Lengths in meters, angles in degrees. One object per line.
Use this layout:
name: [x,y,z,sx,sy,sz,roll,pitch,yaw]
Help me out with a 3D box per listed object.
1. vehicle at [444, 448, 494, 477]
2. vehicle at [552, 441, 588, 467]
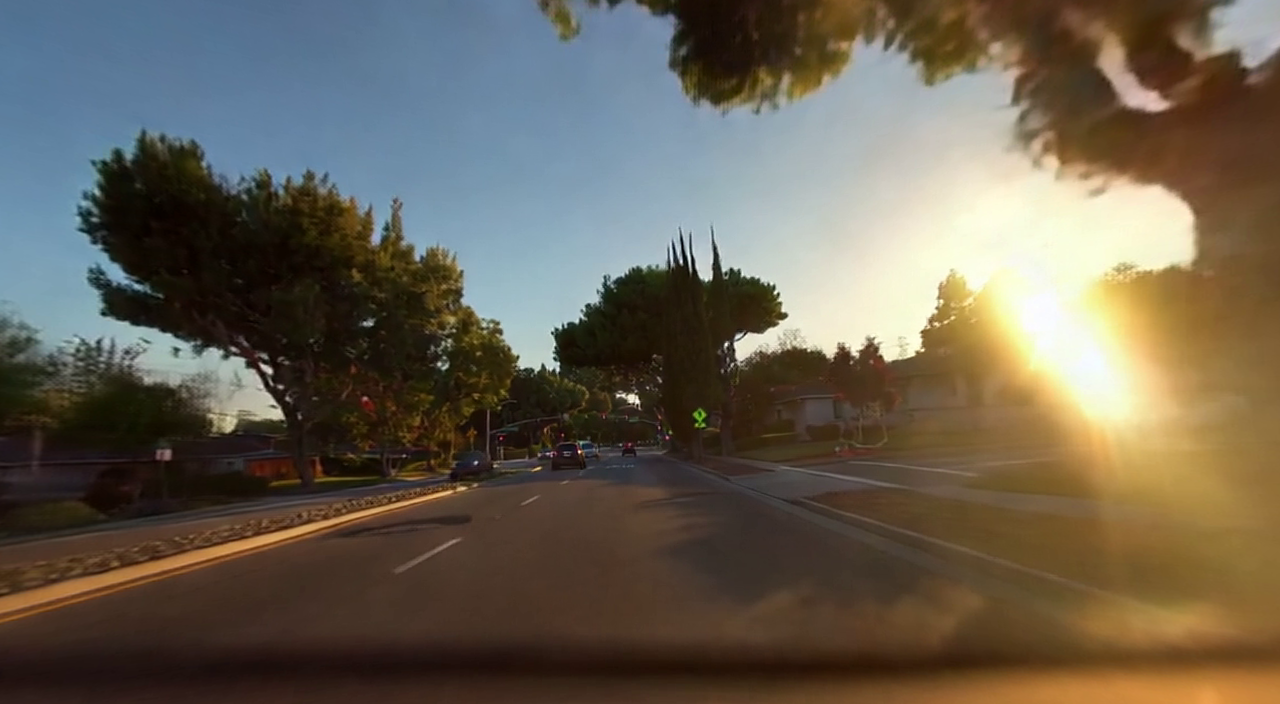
vehicle: [-11.281,7.308,42.067,2.121,1.769,4.359,0,-8,0]
vehicle: [-4.841,7.128,44.298,2.065,1.714,4.272,0,-8,0]
